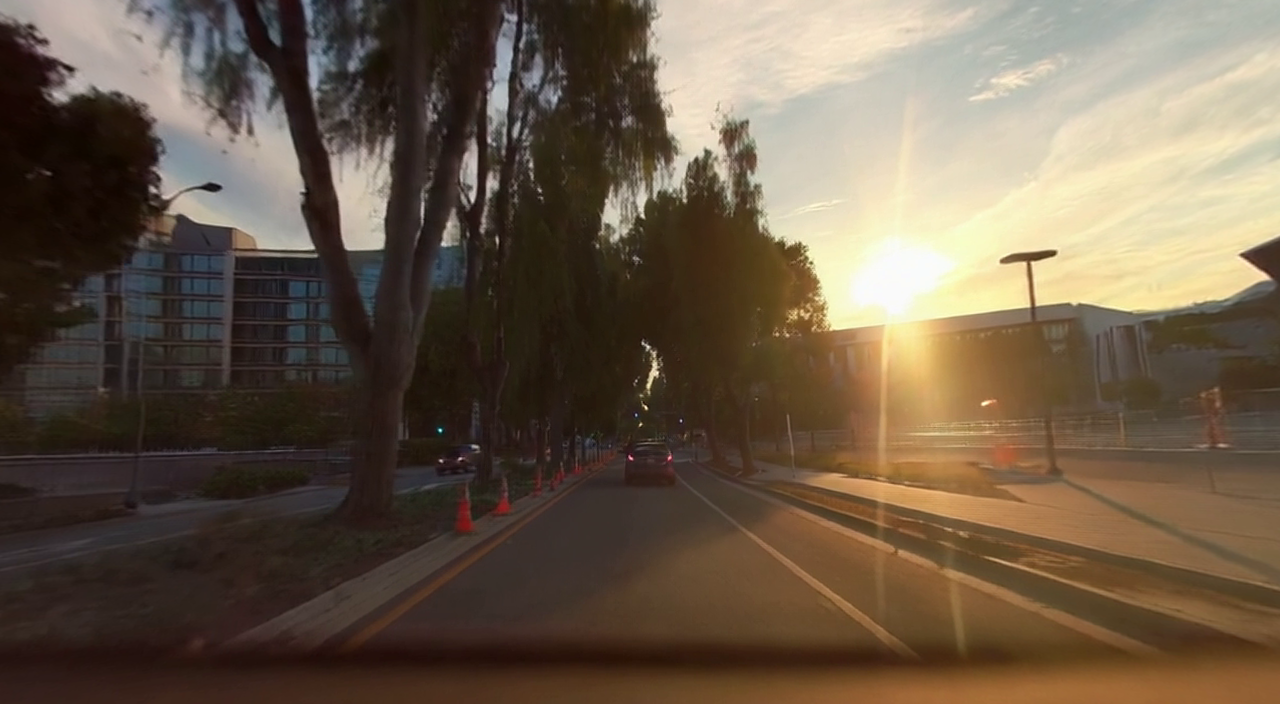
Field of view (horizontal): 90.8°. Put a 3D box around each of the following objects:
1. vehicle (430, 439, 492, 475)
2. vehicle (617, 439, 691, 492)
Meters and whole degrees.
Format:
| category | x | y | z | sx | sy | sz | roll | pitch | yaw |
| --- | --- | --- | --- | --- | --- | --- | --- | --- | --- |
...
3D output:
| category | x | y | z | sx | sy | sz | roll | pitch | yaw |
| --- | --- | --- | --- | --- | --- | --- | --- | --- | --- |
| vehicle | -11.198 | 6.582 | 40.053 | 2.349 | 2.106 | 5.464 | -1 | -8 | 0 |
| vehicle | 0.447 | 3.586 | 20.427 | 2.114 | 1.493 | 4.430 | -1 | -8 | 1 |
